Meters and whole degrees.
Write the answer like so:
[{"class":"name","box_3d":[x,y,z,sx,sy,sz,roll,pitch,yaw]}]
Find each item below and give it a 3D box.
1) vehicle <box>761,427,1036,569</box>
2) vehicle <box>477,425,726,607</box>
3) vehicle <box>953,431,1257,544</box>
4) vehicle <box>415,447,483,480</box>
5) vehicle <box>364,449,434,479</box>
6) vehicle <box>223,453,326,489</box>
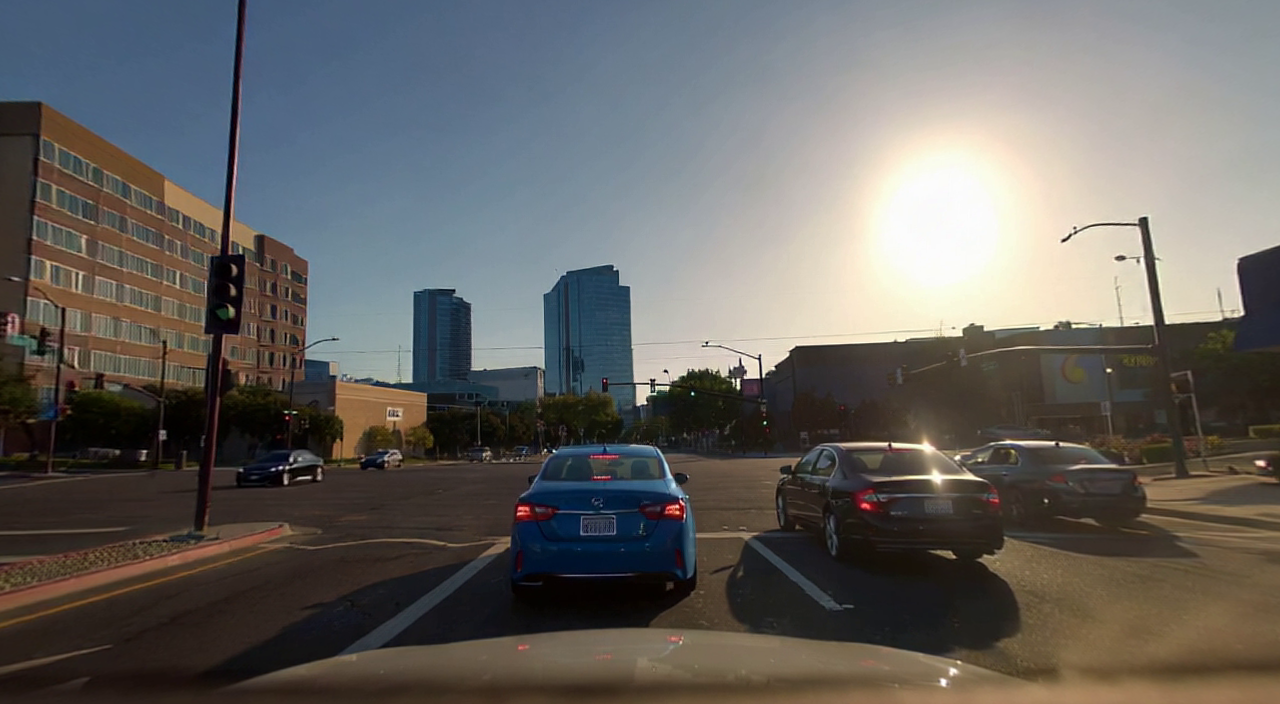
[{"class":"vehicle","box_3d":[3.216,1.888,8.967,2.042,1.508,4.109,0,-8,-2]},{"class":"vehicle","box_3d":[-0.367,1.654,7.286,2.059,1.477,3.988,0,-8,-1]},{"class":"vehicle","box_3d":[7.446,2.165,10.783,1.908,1.517,4.182,0,-8,-1]},{"class":"vehicle","box_3d":[-9.162,5.345,30.531,2.045,1.492,3.816,0,-8,0]},{"class":"vehicle","box_3d":[-12.978,6.028,34.224,2.049,1.483,4.407,0,-8,0]},{"class":"vehicle","box_3d":[-16.523,5.369,28.796,2.048,1.463,4.530,0,-8,-1]}]
